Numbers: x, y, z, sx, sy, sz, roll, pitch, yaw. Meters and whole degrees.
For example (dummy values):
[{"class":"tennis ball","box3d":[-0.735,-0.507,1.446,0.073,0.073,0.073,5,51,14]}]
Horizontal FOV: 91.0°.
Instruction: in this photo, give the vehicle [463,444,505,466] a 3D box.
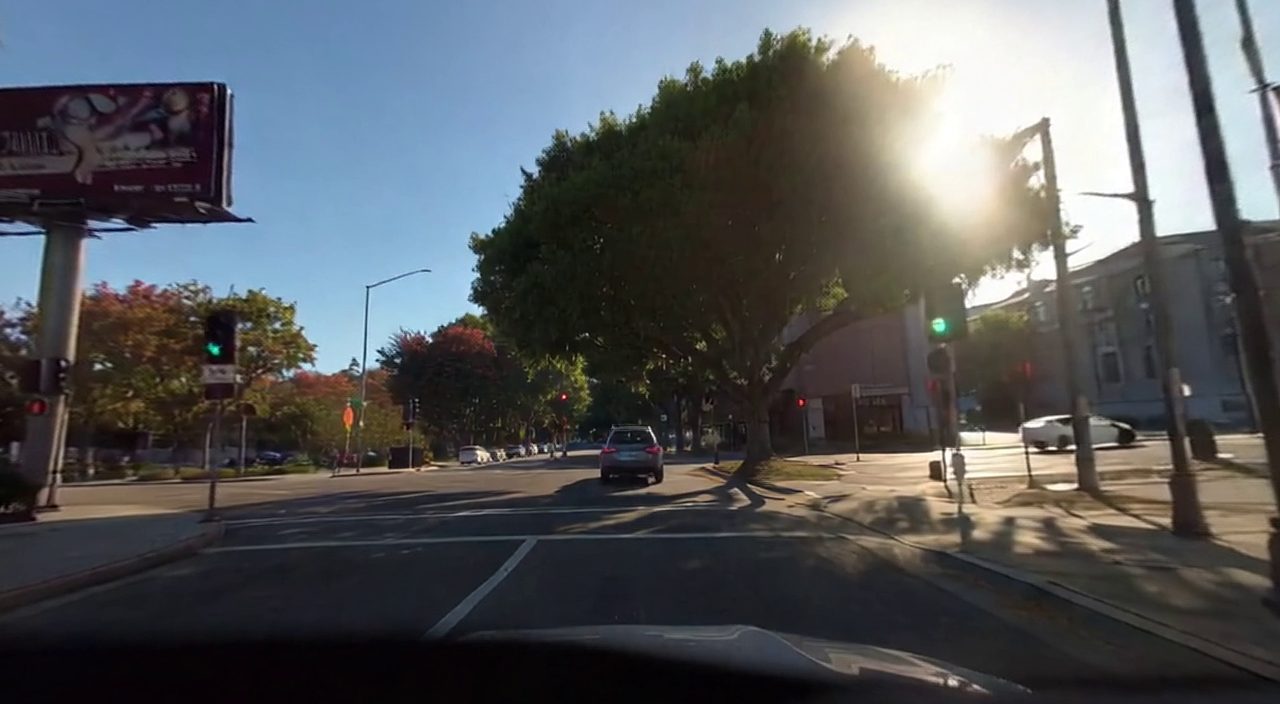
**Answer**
[{"class":"vehicle","box3d":[-10.757,7.135,43.777,1.989,1.403,4.331,0,-8,-2]}]

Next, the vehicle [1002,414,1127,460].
[{"class":"vehicle","box3d":[15.637,3.134,23.293,3.403,1.602,1.716,0,-8,-6]}]

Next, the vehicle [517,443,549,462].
[{"class":"vehicle","box3d":[-7.920,7.452,46.868,1.886,1.377,3.932,0,-8,-3]}]

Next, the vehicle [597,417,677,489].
[{"class":"vehicle","box3d":[-0.187,3.000,18.905,2.142,1.904,3.816,0,-8,-3]}]
